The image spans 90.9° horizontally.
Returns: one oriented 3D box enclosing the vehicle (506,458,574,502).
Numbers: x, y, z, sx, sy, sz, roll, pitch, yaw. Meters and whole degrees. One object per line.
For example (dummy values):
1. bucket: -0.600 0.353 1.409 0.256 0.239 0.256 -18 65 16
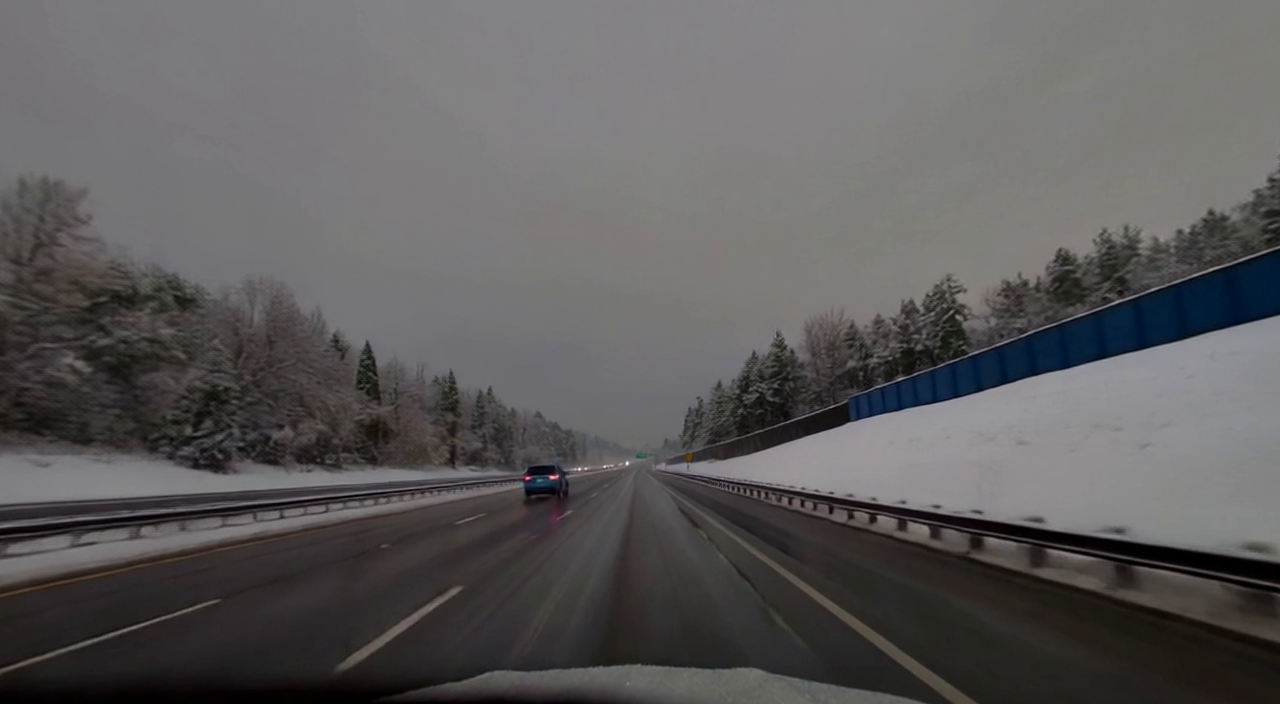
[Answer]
1. vehicle: -3.808 4.976 24.666 1.985 1.515 3.839 1 -10 0
